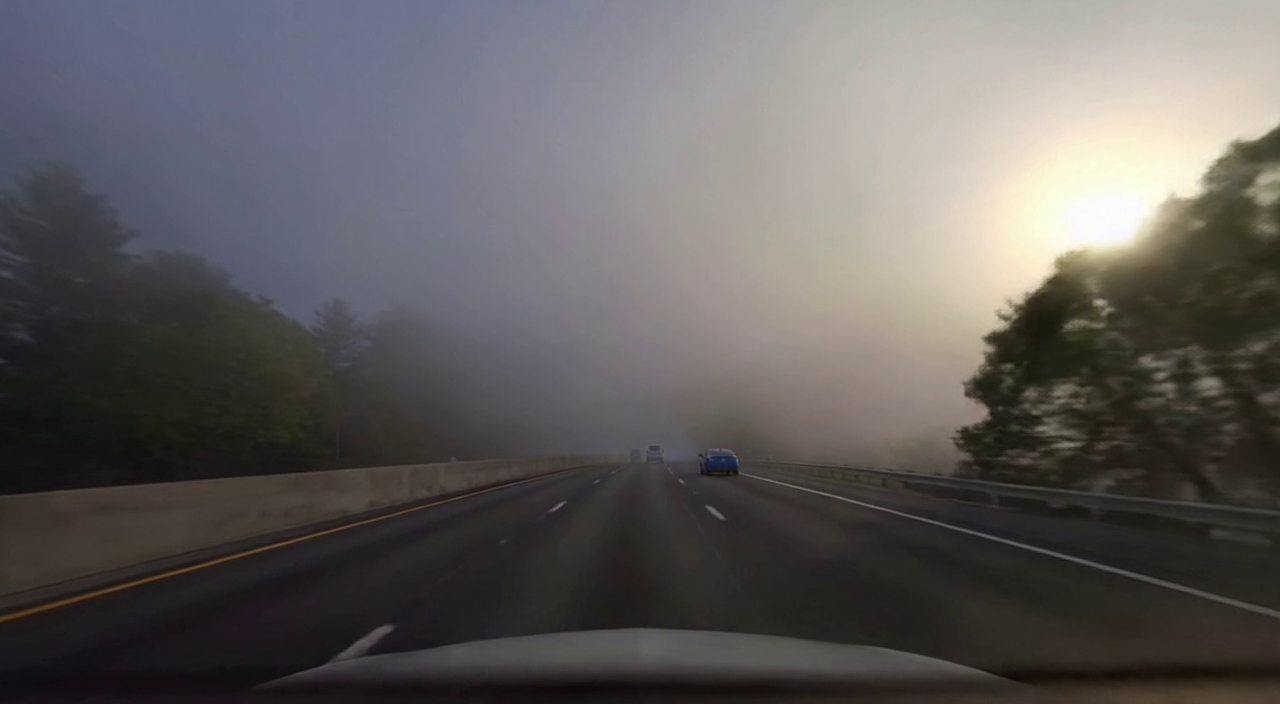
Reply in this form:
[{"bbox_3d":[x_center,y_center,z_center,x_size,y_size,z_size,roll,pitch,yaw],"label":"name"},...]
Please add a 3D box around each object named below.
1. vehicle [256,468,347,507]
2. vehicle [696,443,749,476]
[{"bbox_3d":[-15.318,6.115,28.776,1.779,1.467,4.371,0,-9,-1],"label":"vehicle"},{"bbox_3d":[4.133,5.460,32.253,2.175,1.574,3.943,0,-9,0],"label":"vehicle"}]
